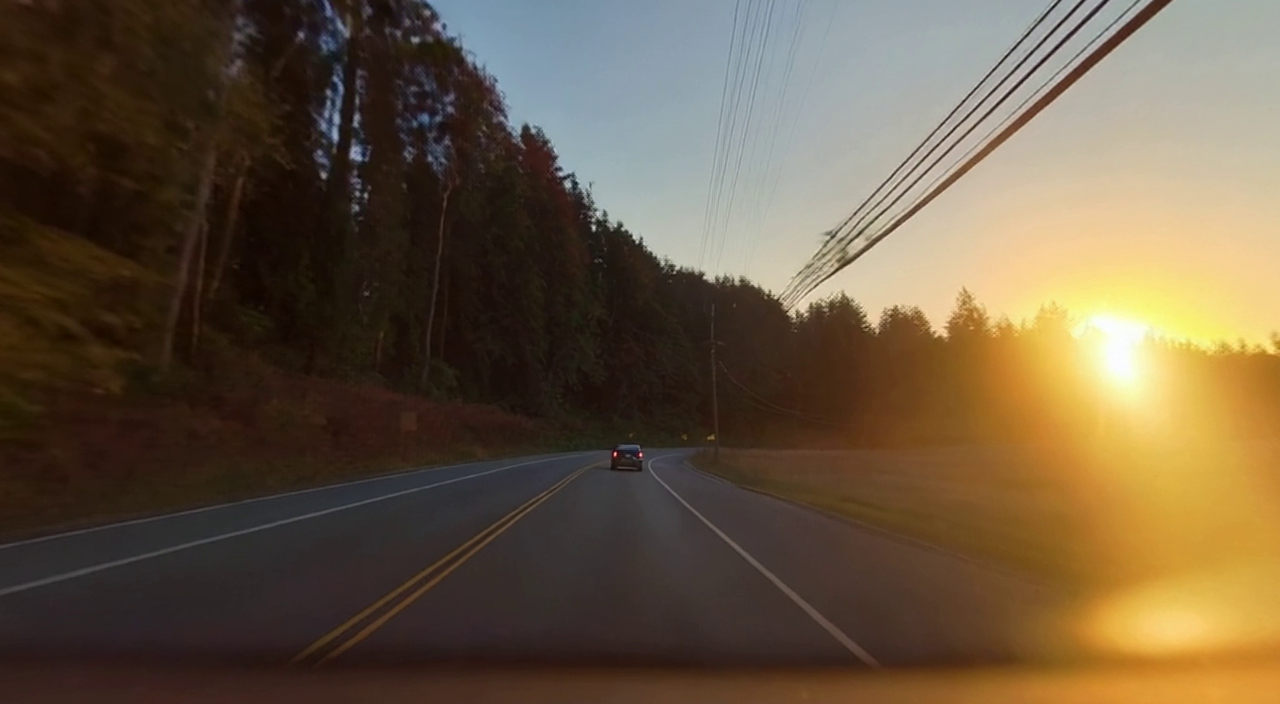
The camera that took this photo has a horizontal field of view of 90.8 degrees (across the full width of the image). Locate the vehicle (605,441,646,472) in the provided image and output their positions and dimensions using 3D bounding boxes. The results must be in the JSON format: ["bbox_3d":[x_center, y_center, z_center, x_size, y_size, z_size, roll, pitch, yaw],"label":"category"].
[{"bbox_3d":[-0.759,5.638,34.290,2.059,1.524,3.963,1,-9,0],"label":"vehicle"}]
